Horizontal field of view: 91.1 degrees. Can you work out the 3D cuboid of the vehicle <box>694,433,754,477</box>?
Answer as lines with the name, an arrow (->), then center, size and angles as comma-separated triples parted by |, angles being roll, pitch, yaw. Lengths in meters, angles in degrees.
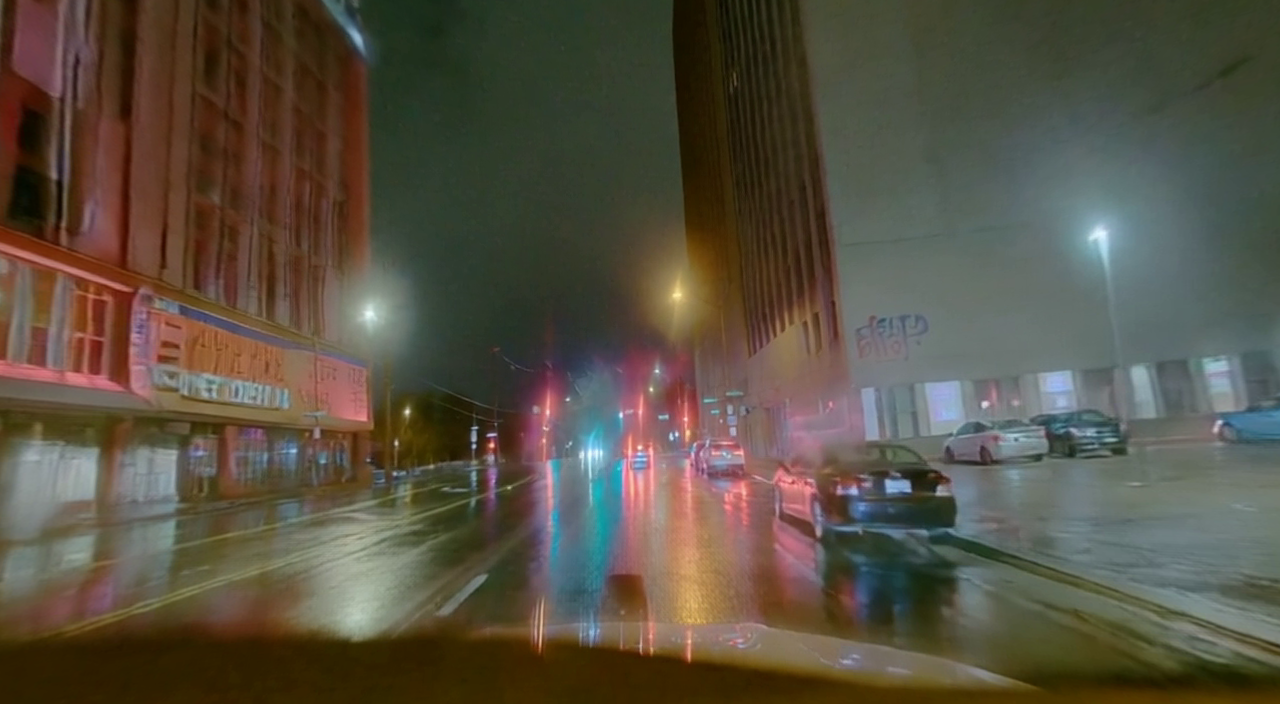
vehicle -> 3.496, 4.396, 26.921 | 1.938, 1.714, 4.402 | 0, -9, -1

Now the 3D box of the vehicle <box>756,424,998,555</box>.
vehicle -> 3.212, 1.962, 9.626 | 2.062, 1.535, 4.206 | 0, -9, 0

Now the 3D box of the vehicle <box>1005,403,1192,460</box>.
vehicle -> 13.246, 2.406, 18.617 | 1.819, 1.450, 4.707 | 0, -9, -3

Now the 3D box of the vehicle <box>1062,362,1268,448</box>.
vehicle -> 15.530, 1.749, 19.056 | 1.969, 2.282, 4.731 | 0, -9, -1

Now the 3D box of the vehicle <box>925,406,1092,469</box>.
vehicle -> 10.863, 2.607, 19.053 | 1.956, 1.514, 4.862 | -4, -8, -2

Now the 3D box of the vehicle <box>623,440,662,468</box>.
vehicle -> 0.140, 5.883, 36.373 | 2.153, 1.505, 4.452 | 0, -9, 0
